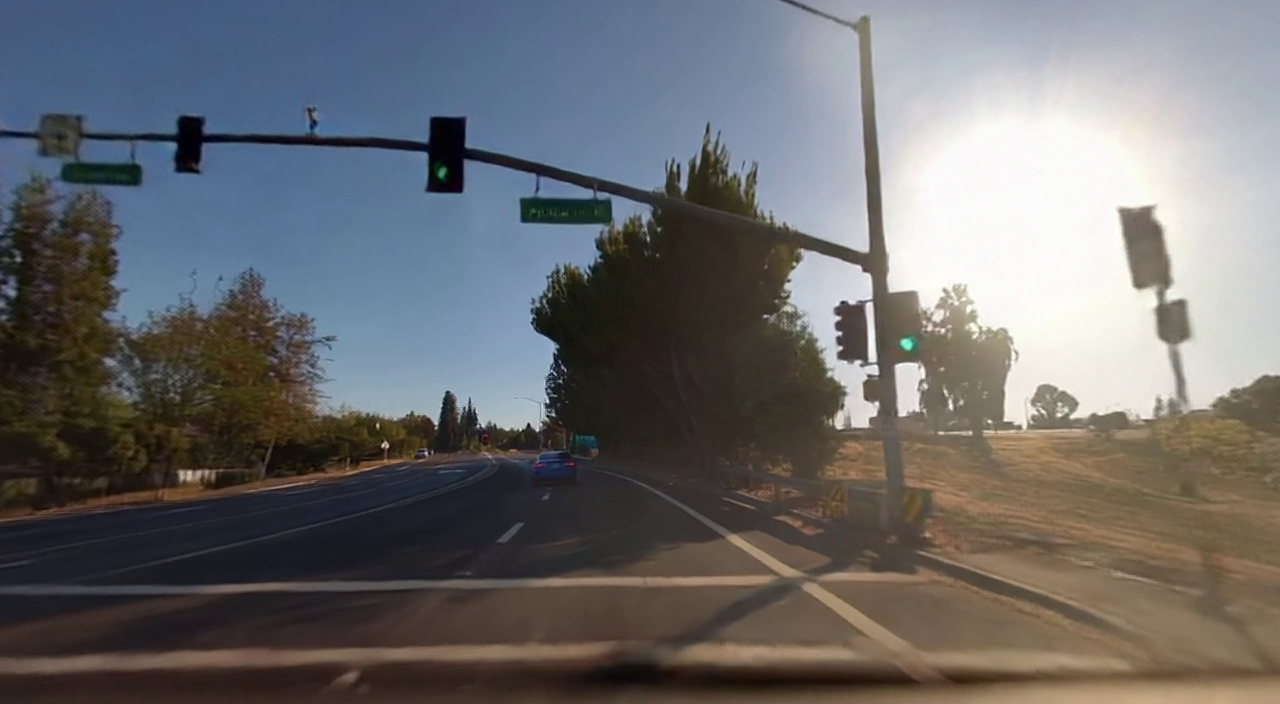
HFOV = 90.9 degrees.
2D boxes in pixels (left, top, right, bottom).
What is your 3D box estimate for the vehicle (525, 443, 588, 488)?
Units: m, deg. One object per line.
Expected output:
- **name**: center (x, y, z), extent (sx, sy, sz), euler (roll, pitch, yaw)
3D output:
- **vehicle**: center (-3.260, 4.241, 23.958), extent (2.148, 1.521, 4.089), euler (1, -8, -10)
